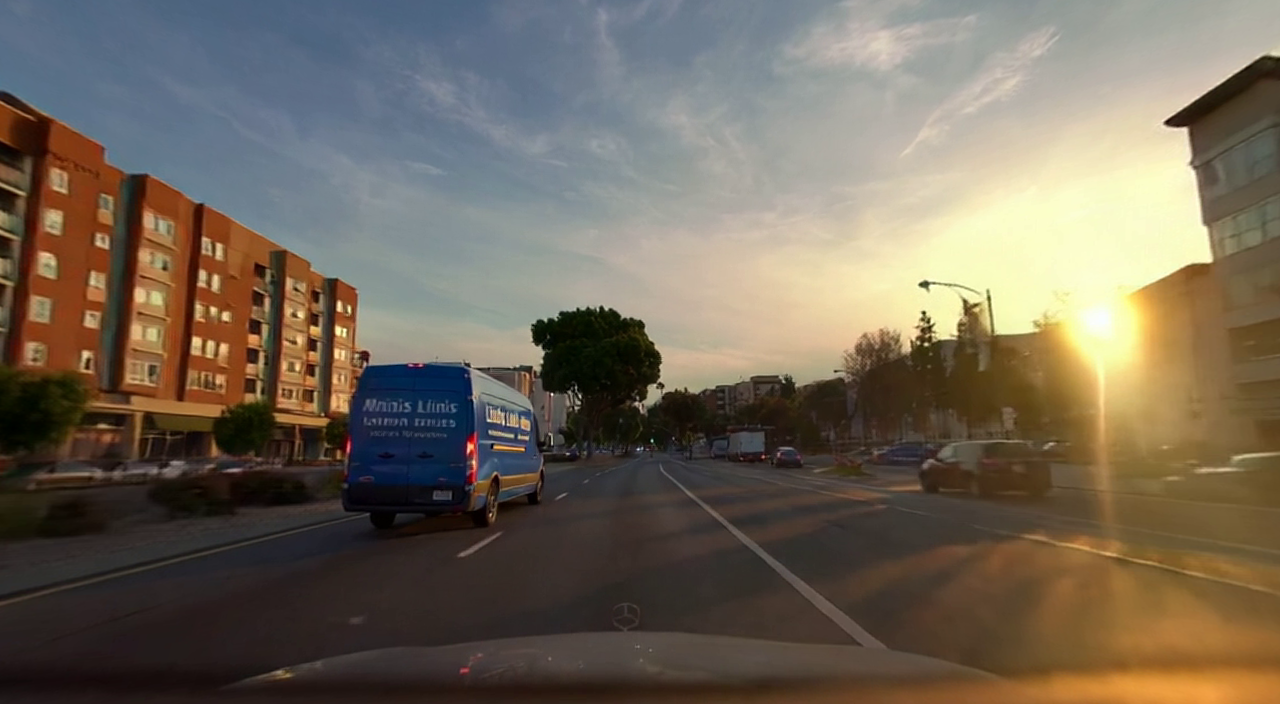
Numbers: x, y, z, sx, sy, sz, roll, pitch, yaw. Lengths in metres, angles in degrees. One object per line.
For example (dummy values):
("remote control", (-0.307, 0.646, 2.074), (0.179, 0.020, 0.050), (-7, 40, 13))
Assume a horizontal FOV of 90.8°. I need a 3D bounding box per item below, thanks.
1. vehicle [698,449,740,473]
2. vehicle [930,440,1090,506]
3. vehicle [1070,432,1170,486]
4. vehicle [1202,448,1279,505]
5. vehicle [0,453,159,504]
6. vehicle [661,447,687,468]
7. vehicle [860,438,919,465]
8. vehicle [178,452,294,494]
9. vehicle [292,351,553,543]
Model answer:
("vehicle", (5.032, 7.013, 41.003), (2.127, 1.439, 5.034), (0, -8, 1))
("vehicle", (9.229, 3.019, 16.160), (1.850, 1.477, 3.520), (0, -9, -2))
("vehicle", (16.435, 3.624, 21.562), (4.218, 1.622, 1.930), (9, -12, -43))
("vehicle", (16.297, 3.225, 16.727), (1.519, 1.364, 3.372), (-6, -10, 33))
("vehicle", (-19.835, 4.397, 22.421), (1.886, 1.553, 4.659), (0, -8, -1))
("vehicle", (2.600, 8.090, 48.651), (1.878, 1.534, 4.120), (-1, -8, 2))
("vehicle", (16.917, 6.734, 42.734), (4.333, 1.698, 1.959), (8, -11, -43))
("vehicle", (-16.266, 4.837, 25.764), (1.822, 1.479, 4.578), (0, -8, -3))
("vehicle", (-3.907, 2.018, 13.712), (2.763, 2.974, 7.562), (-1, -8, 2))
